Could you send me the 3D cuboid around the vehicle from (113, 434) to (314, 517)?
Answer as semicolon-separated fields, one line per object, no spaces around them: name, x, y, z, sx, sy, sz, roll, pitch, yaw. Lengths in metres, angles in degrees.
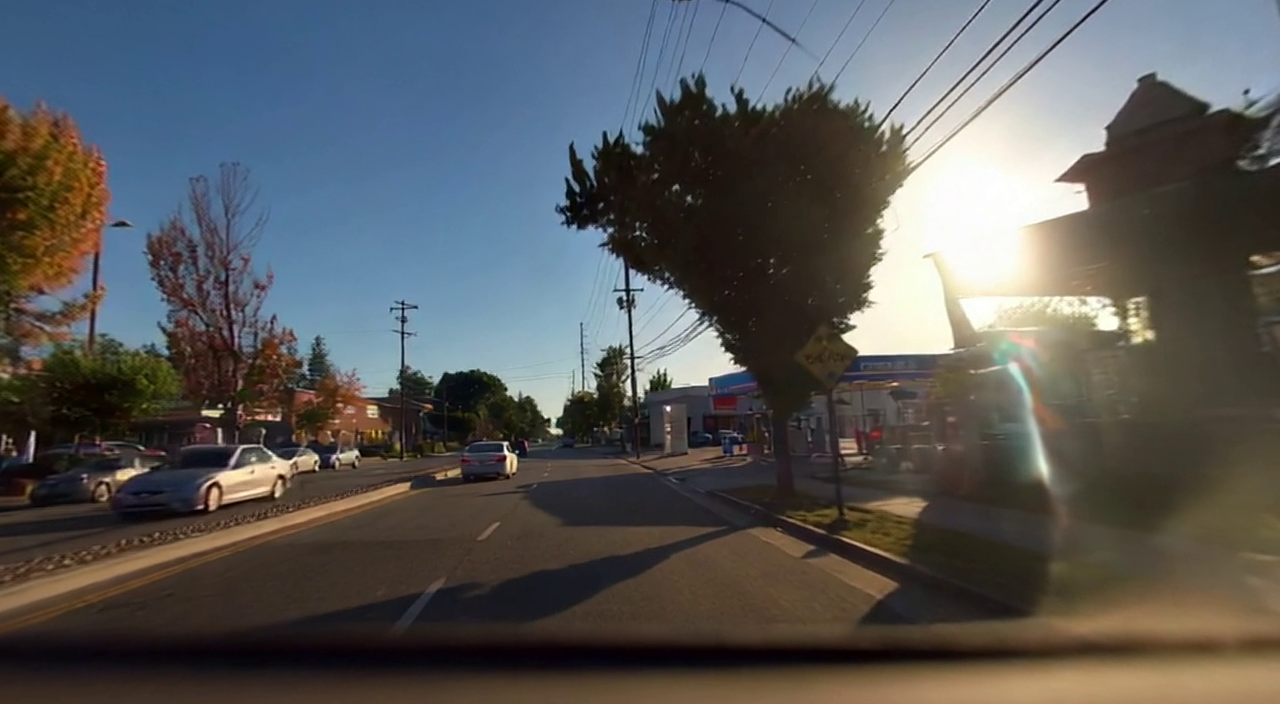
vehicle;-9.932;2.850;15.249;2.129;1.655;4.442;1;-8;-7

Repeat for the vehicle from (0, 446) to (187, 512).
vehicle;-17.292;3.945;20.253;2.276;1.760;4.779;0;-8;-6

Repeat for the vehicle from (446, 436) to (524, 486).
vehicle;-5.188;3.665;21.621;2.073;1.525;3.968;1;-8;-7

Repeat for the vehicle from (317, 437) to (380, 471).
vehicle;-19.938;6.939;43.396;2.353;2.144;4.847;0;-8;-5
